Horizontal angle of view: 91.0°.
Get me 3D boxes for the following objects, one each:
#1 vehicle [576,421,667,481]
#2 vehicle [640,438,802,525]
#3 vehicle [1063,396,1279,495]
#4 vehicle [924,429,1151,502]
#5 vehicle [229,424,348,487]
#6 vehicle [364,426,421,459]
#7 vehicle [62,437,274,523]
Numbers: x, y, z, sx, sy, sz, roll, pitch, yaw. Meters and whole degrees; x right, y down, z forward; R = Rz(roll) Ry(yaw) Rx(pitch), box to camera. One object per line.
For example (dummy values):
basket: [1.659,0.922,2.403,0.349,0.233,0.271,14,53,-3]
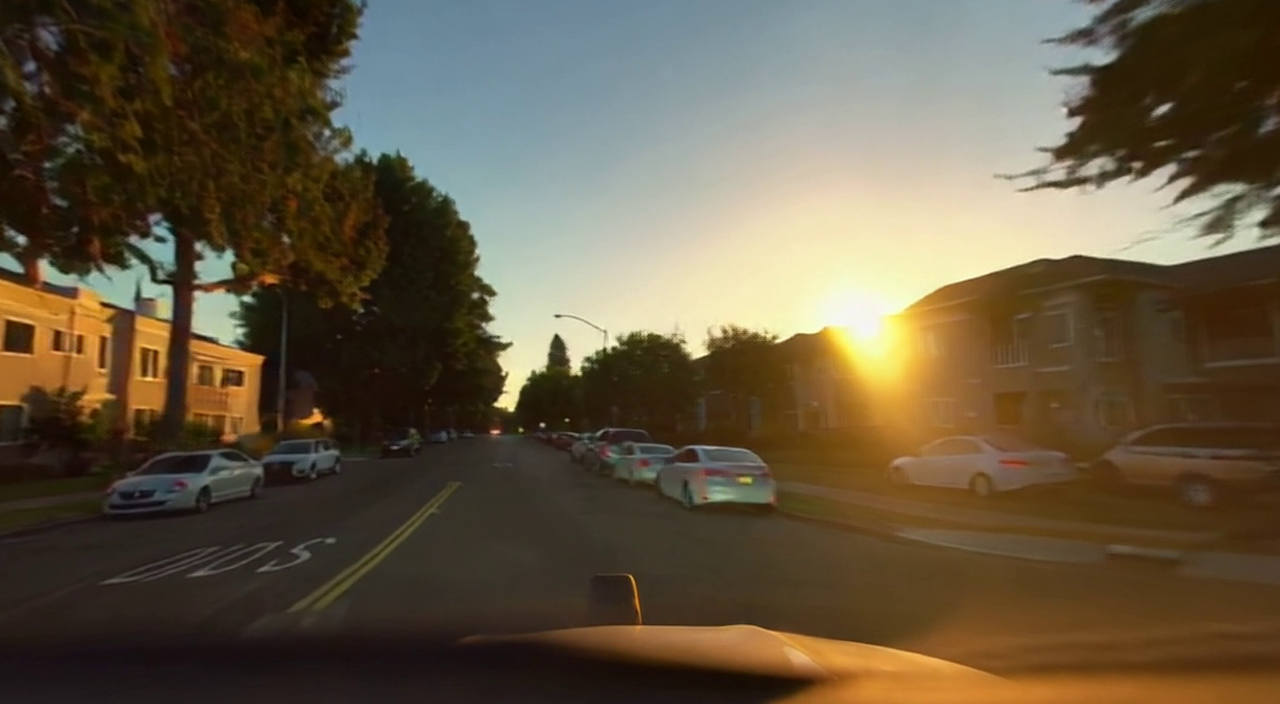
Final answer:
vehicle: [-0.893,3.730,23.894,2.365,1.970,6.011,1,-9,-12]
vehicle: [1.382,2.538,13.037,1.977,1.410,4.744,1,-9,-10]
vehicle: [10.916,1.676,11.513,5.312,1.533,2.104,1,-9,-14]
vehicle: [8.664,2.445,13.904,3.821,1.417,2.061,1,-9,-14]
vehicle: [-12.088,3.638,22.112,2.235,1.802,5.138,-1,-9,-12]
vehicle: [-15.635,5.818,40.085,2.384,1.781,5.492,-2,-9,-11]
vehicle: [-10.245,2.776,14.218,2.067,1.510,4.501,-1,-9,-12]
